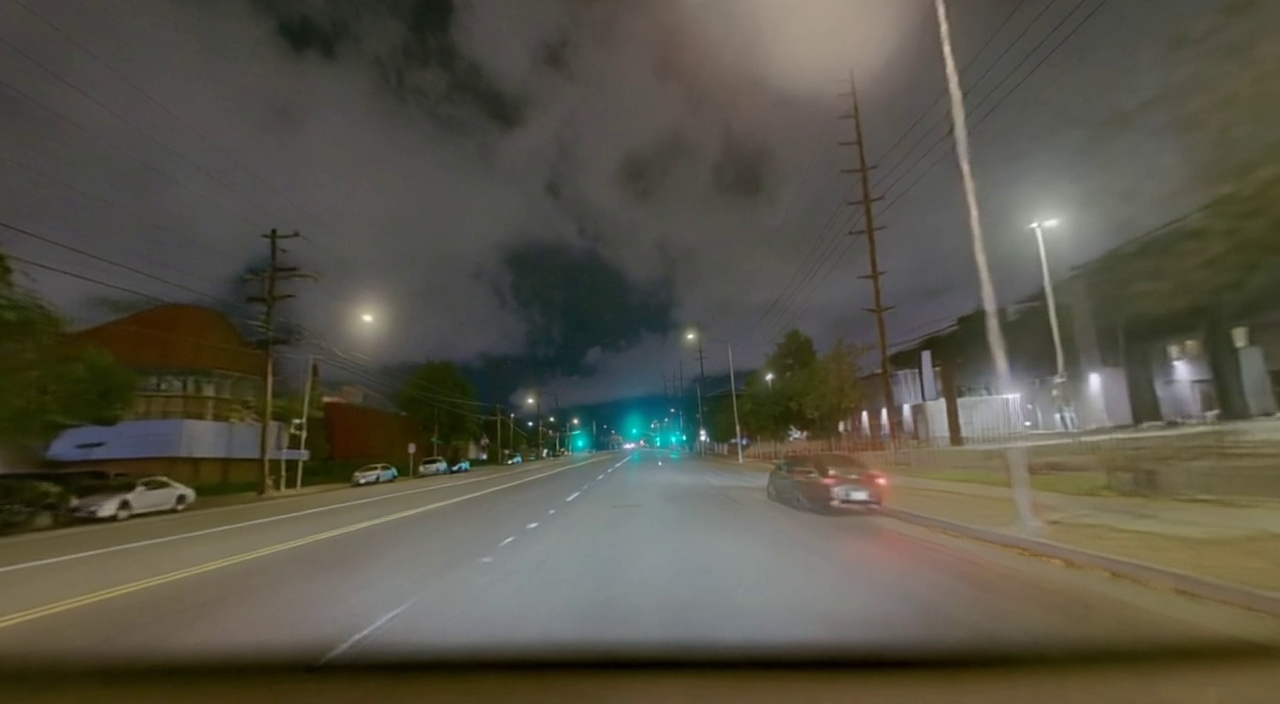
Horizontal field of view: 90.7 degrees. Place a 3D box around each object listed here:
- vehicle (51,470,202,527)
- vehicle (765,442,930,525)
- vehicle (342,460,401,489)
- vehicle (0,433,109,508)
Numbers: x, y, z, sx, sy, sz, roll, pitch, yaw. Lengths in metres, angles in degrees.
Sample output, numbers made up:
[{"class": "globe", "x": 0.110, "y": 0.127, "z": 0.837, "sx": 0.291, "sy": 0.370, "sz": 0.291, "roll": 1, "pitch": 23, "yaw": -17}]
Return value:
[{"class": "vehicle", "x": -17.771, "y": 5.038, "z": 22.217, "sx": 1.852, "sy": 1.551, "sz": 4.276, "roll": -6, "pitch": -10, "yaw": -2}, {"class": "vehicle", "x": 4.163, "y": 2.688, "z": 13.586, "sx": 2.002, "sy": 1.459, "sz": 4.357, "roll": 0, "pitch": -8, "yaw": -1}, {"class": "vehicle", "x": -17.684, "y": 8.060, "z": 41.835, "sx": 1.931, "sy": 1.501, "sz": 4.564, "roll": -6, "pitch": -9, "yaw": -1}, {"class": "vehicle", "x": -25.267, "y": 4.910, "z": 25.786, "sx": 4.857, "sy": 2.616, "sz": 2.616, "roll": -4, "pitch": -9, "yaw": -17}]
